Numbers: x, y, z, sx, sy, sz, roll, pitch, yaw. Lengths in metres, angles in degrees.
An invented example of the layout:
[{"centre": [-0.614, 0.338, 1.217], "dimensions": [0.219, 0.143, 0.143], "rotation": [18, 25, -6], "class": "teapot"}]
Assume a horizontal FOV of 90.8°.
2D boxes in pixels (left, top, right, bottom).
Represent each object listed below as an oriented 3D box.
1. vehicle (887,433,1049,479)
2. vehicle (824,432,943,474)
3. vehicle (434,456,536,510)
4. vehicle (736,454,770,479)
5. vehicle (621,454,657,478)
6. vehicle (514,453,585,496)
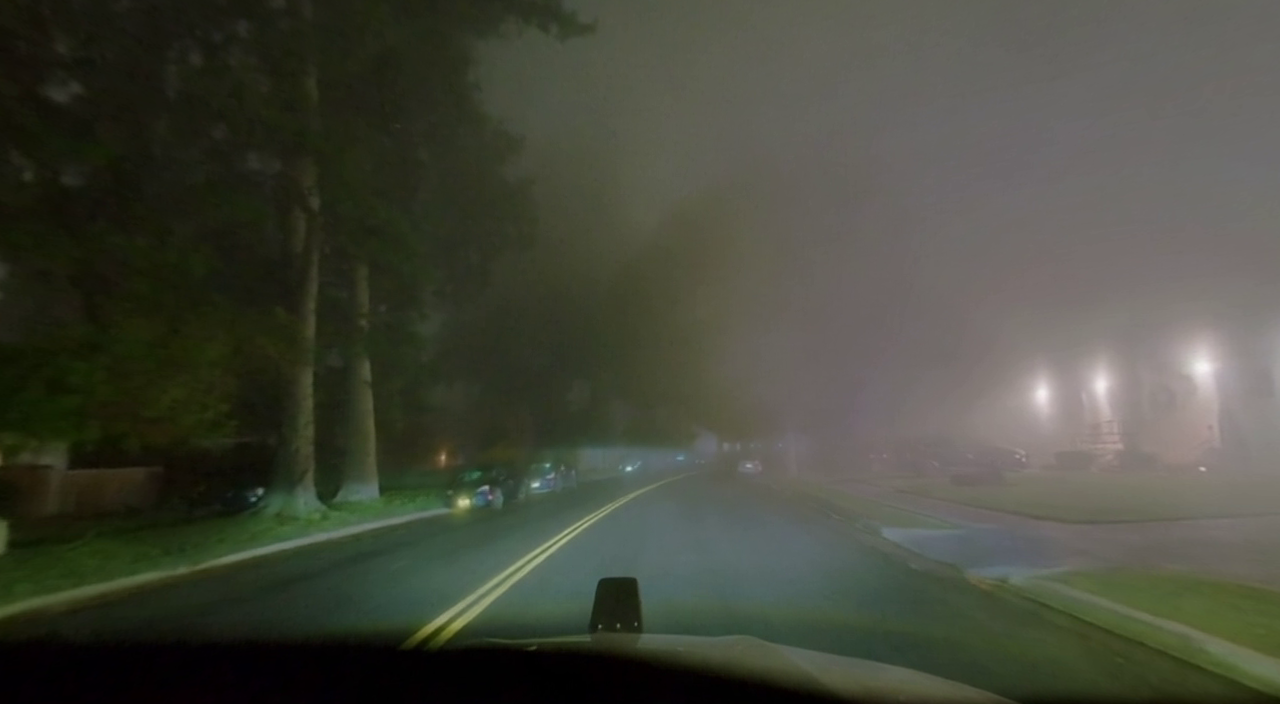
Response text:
[{"centre": [11.813, 3.778, 23.016], "dimensions": [4.744, 1.507, 1.953], "rotation": [-1, -9, 3], "class": "vehicle"}, {"centre": [11.677, 4.901, 30.626], "dimensions": [5.009, 1.906, 2.046], "rotation": [-2, -9, 11], "class": "vehicle"}, {"centre": [-4.873, 4.339, 20.522], "dimensions": [1.886, 1.494, 4.149], "rotation": [-2, -15, 6], "class": "vehicle"}, {"centre": [7.320, 7.366, 40.976], "dimensions": [1.972, 1.460, 4.137], "rotation": [-2, -9, 10], "class": "vehicle"}, {"centre": [-0.025, 8.893, 49.017], "dimensions": [2.005, 1.557, 4.172], "rotation": [-3, -14, 11], "class": "vehicle"}, {"centre": [-3.864, 5.446, 27.784], "dimensions": [1.972, 1.536, 4.347], "rotation": [-3, -15, 7], "class": "vehicle"}]
